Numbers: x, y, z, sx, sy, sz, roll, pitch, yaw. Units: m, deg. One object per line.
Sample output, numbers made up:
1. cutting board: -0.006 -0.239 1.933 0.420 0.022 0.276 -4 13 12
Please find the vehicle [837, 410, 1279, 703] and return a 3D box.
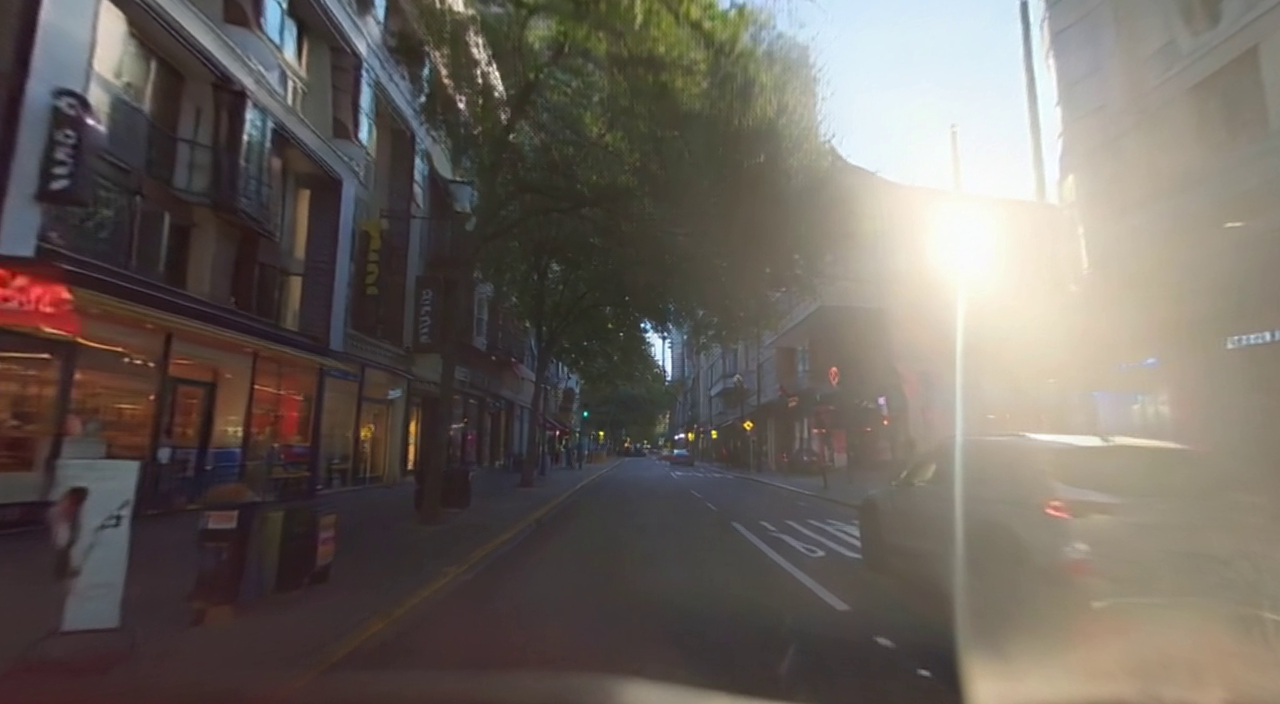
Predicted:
1. vehicle: 3.474 1.420 5.622 1.971 1.559 4.326 0 -9 -1
